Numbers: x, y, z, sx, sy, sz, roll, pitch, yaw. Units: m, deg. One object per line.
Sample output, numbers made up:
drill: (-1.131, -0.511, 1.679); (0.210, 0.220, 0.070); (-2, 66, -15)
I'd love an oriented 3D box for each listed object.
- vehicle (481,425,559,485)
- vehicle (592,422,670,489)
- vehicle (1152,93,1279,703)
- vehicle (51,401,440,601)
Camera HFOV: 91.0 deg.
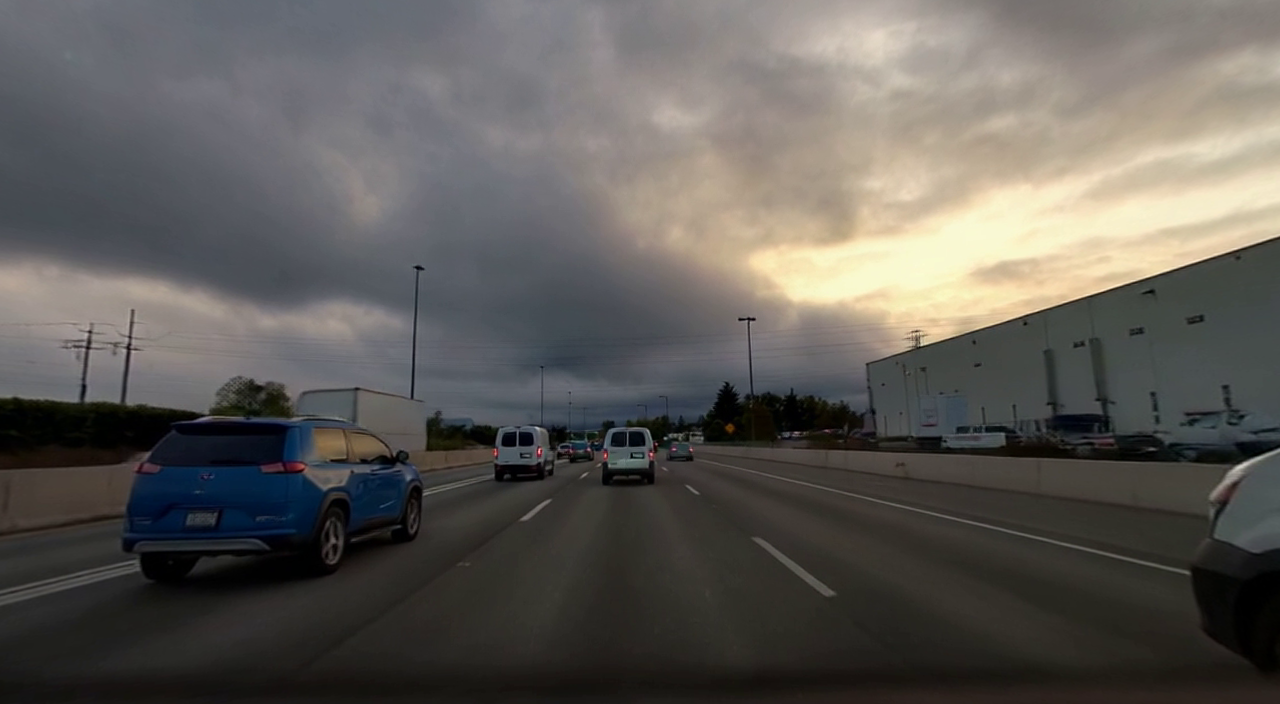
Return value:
vehicle: (-4.216, 3.683, 22.793); (2.038, 1.936, 4.300); (0, -8, -1)
vehicle: (-0.342, 3.367, 20.821); (2.304, 1.925, 4.282); (0, -8, -2)
vehicle: (3.896, -0.087, 0.232); (2.427, 2.652, 5.769); (-1, -8, 0)
vehicle: (-4.124, 1.595, 7.698); (1.972, 1.703, 4.333); (0, -8, -1)
